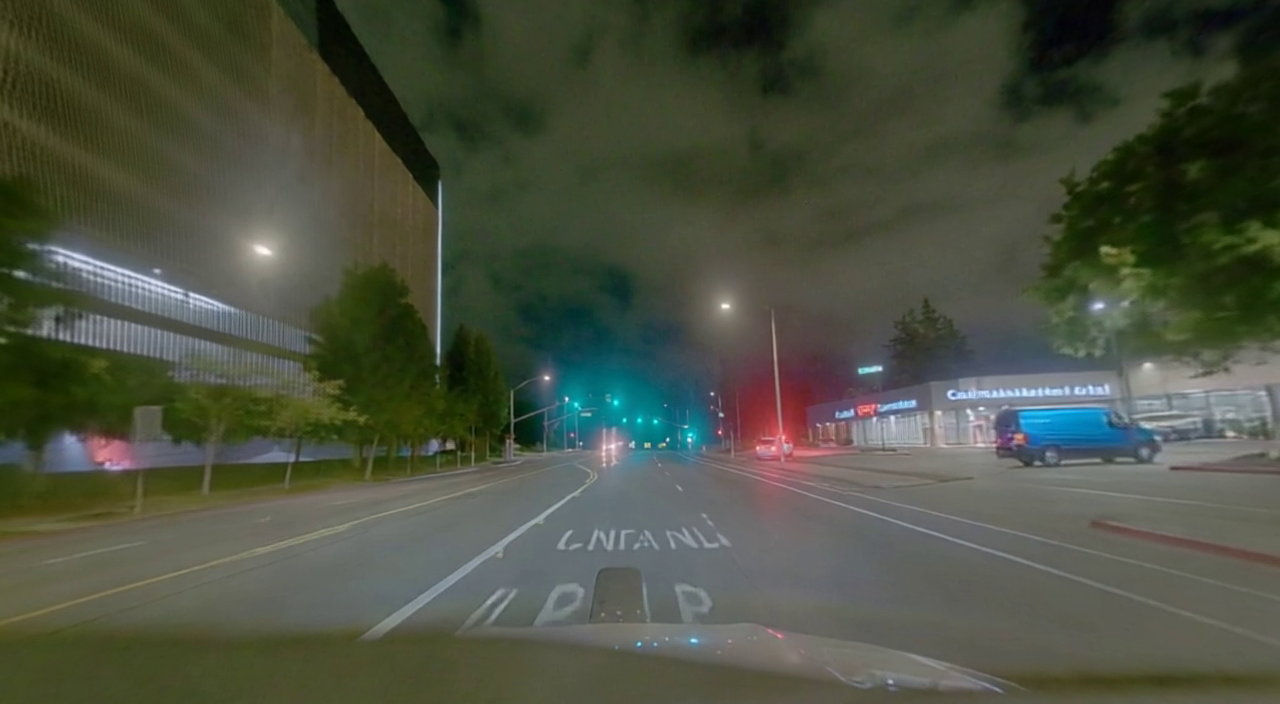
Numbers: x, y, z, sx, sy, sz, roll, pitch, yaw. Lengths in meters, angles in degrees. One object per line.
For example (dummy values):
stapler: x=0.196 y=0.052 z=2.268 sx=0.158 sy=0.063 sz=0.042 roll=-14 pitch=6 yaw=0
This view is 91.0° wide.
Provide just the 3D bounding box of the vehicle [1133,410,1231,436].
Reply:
vehicle: x=36.156 y=4.787 z=42.097 sx=1.947 sy=1.592 sz=4.418 roll=4 pitch=-9 yaw=-24

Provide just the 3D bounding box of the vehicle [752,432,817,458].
vehicle: x=10.950 y=7.022 z=47.531 sx=4.635 sy=1.821 sz=2.087 roll=6 pitch=-10 yaw=-33

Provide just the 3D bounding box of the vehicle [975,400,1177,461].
vehicle: x=15.812 y=2.915 z=23.134 sx=5.546 sy=2.117 sz=2.443 roll=0 pitch=-8 yaw=0
